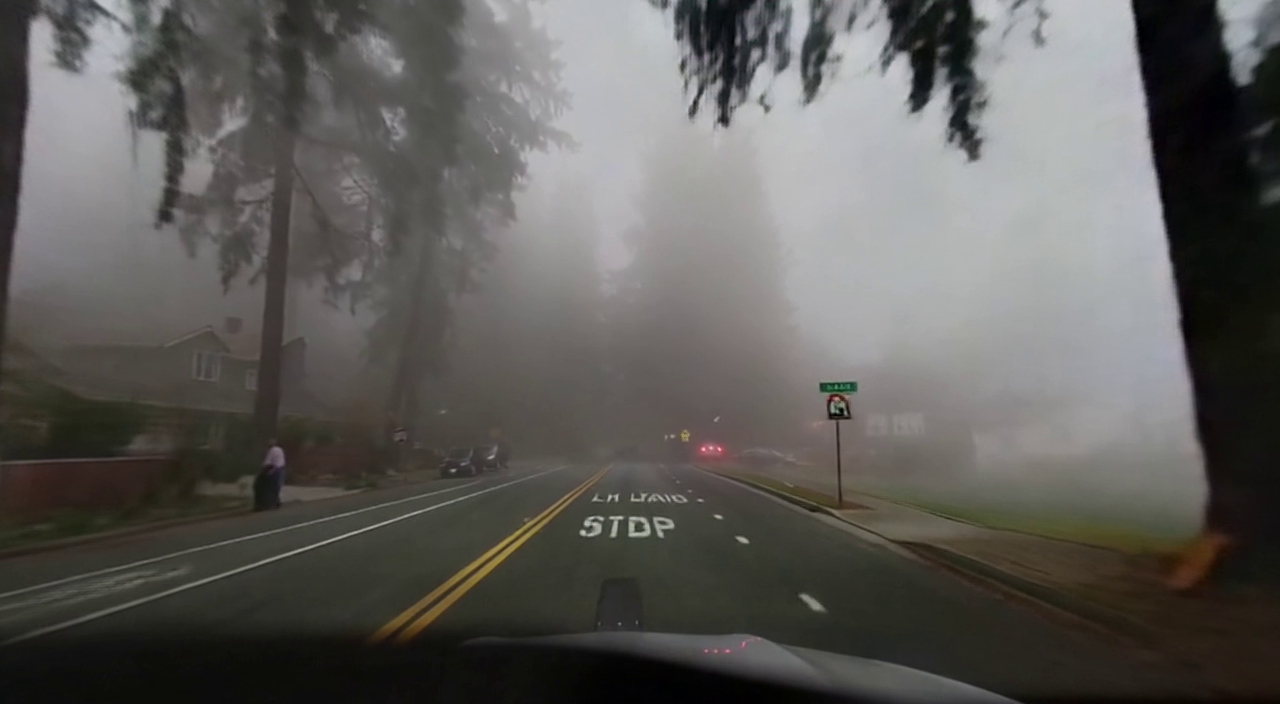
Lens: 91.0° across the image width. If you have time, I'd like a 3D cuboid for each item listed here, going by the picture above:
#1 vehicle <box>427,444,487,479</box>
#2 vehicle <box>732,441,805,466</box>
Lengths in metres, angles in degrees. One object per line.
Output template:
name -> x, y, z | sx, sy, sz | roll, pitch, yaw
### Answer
vehicle -> -9.354, 5.587, 32.473 | 1.998, 1.684, 4.180 | 1, -8, -3
vehicle -> 8.097, 6.428, 40.016 | 4.438, 1.466, 1.943 | -1, -8, 8
